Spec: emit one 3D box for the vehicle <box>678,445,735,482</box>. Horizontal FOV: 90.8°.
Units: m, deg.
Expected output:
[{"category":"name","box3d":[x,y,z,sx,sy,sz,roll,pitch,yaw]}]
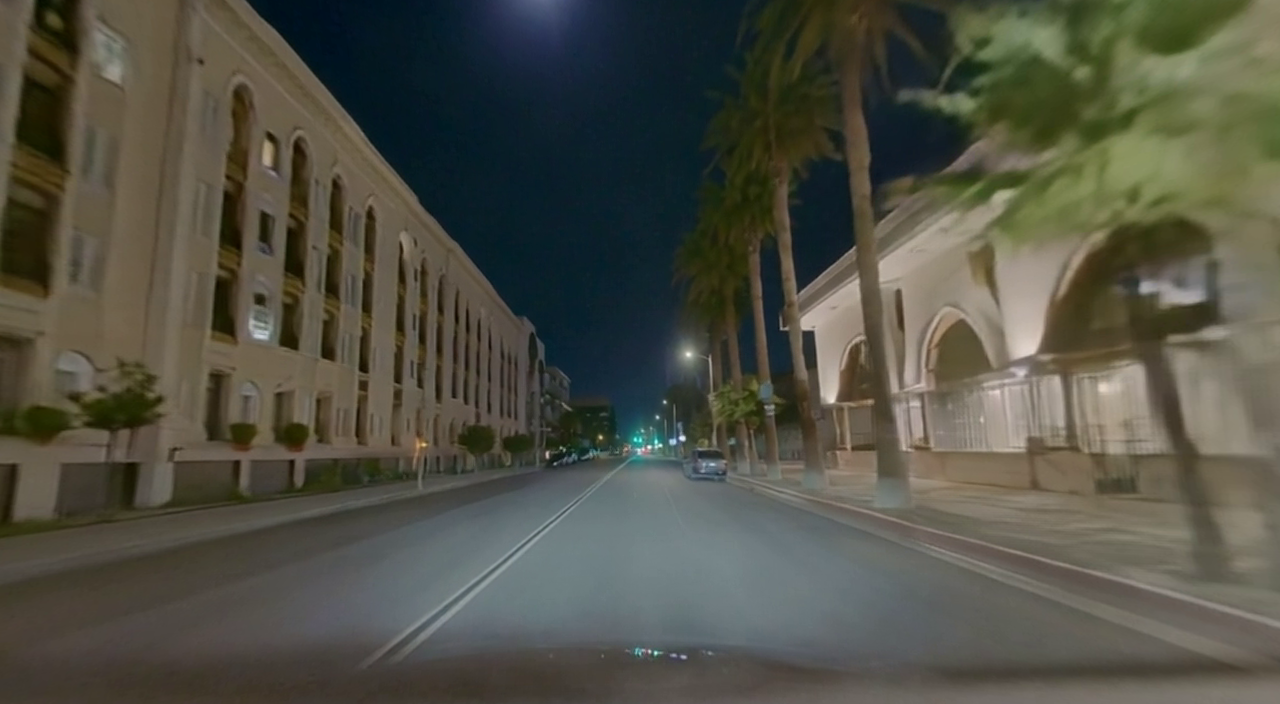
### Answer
[{"category":"vehicle","box3d":[2.869,4.936,28.279,1.985,1.543,4.112,0,-9,-2]}]
